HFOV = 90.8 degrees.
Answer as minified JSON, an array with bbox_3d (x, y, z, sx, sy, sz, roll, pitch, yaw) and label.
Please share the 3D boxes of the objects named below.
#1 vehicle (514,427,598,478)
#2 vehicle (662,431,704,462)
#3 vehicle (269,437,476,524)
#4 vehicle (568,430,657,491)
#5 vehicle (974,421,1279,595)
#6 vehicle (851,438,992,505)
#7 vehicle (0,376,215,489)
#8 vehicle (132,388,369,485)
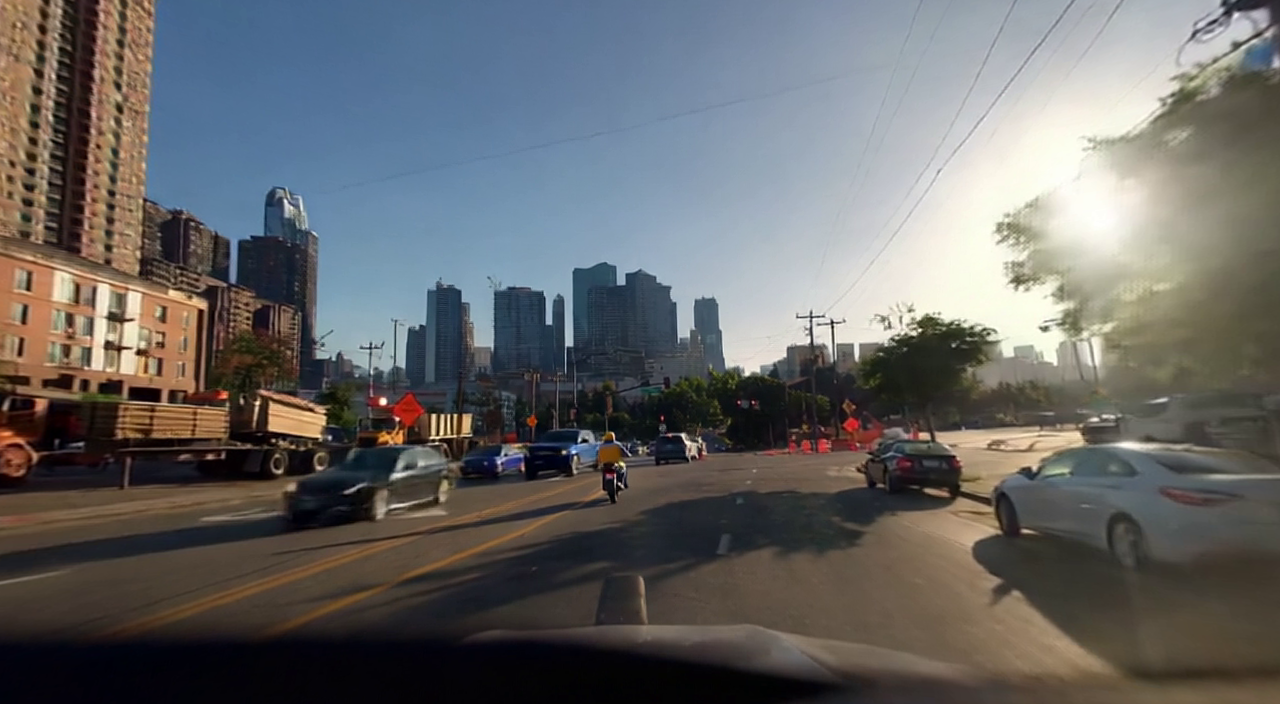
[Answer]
[{"bbox_3d":[-3.379,4.255,26.990,2.222,1.911,5.988,-1,-8,6],"label":"vehicle"},{"bbox_3d":[3.027,6.409,42.945,2.295,1.929,5.498,-2,-8,9],"label":"vehicle"},{"bbox_3d":[-5.343,2.606,13.532,2.105,1.509,4.753,-1,-8,4],"label":"vehicle"},{"bbox_3d":[-0.690,3.233,19.151,1.925,1.602,4.090,-2,-8,9],"label":"vehicle"},{"bbox_3d":[5.977,1.792,7.580,1.891,1.442,4.560,-2,-13,7],"label":"vehicle"},{"bbox_3d":[6.987,2.986,16.292,1.973,1.457,4.522,-1,-8,6],"label":"vehicle"},{"bbox_3d":[-20.860,3.033,23.768,3.283,3.441,8.669,-1,-7,4],"label":"vehicle"},{"bbox_3d":[-14.765,3.437,25.317,2.990,3.144,9.080,-1,-8,6],"label":"vehicle"}]
